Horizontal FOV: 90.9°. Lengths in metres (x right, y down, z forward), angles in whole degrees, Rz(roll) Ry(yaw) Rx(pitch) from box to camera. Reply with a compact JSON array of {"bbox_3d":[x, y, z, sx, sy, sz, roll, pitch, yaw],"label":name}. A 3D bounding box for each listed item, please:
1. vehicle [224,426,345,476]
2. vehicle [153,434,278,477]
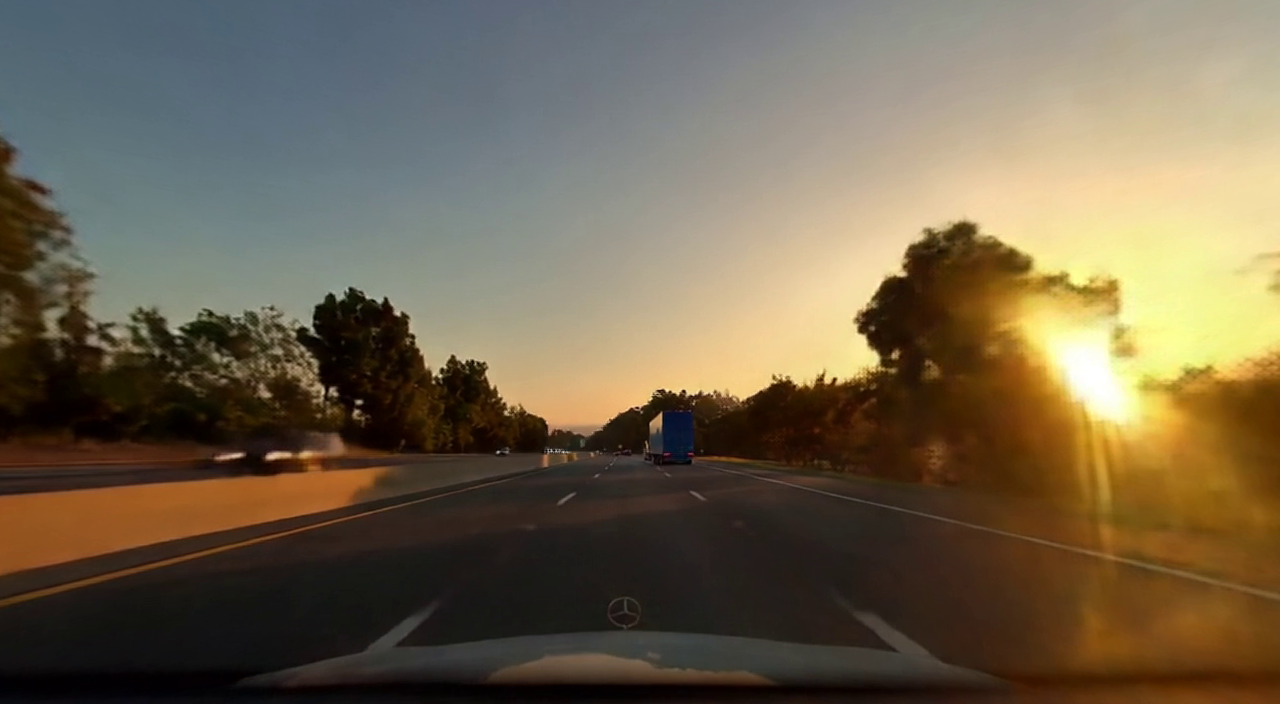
[{"bbox_3d":[-12.525,3.541,22.580,1.927,1.632,4.163,0,-9,-1],"label":"vehicle"},{"bbox_3d":[-16.314,3.999,24.529,1.954,1.495,4.177,0,-9,-1],"label":"vehicle"}]
